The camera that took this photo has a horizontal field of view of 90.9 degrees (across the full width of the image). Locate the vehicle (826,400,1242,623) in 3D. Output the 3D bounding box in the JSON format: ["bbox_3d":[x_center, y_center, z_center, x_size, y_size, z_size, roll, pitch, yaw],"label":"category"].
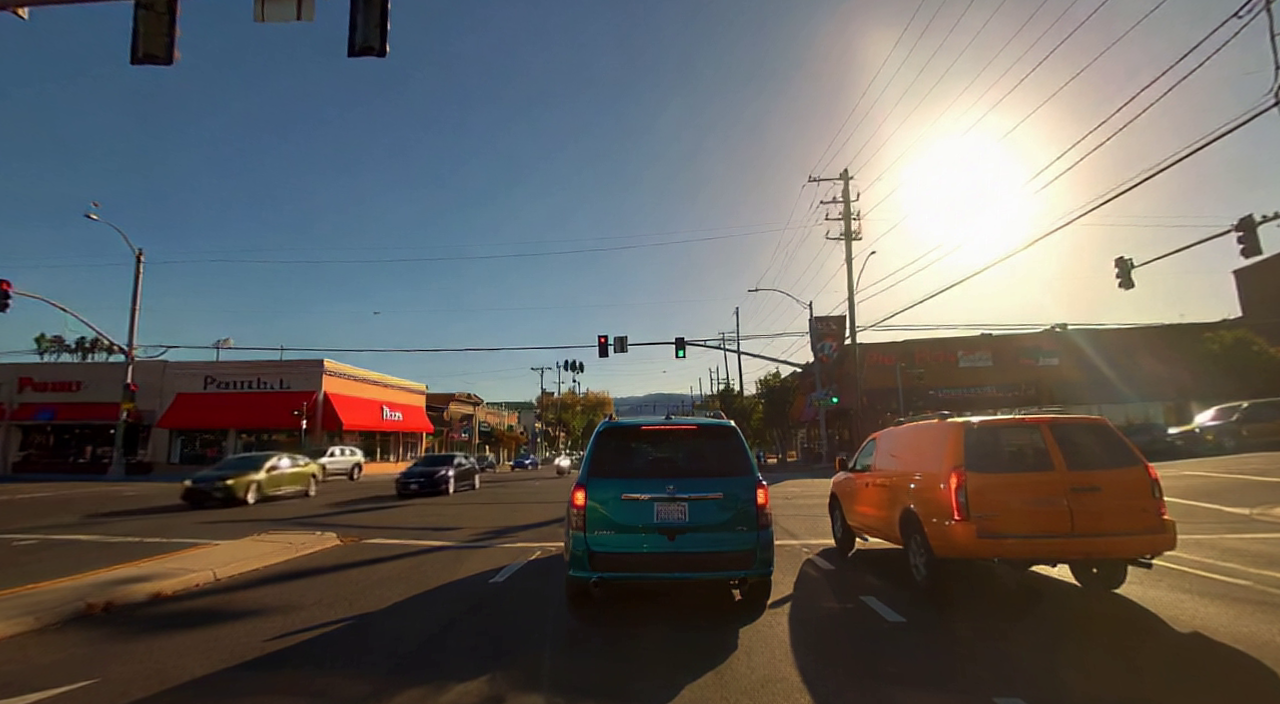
[{"bbox_3d":[3.607,1.516,6.946,1.976,1.664,4.189,-1,-8,2],"label":"vehicle"}]

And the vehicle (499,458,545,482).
[{"bbox_3d":[-8.383,8.438,45.289,1.911,1.461,4.691,-1,-8,6],"label":"vehicle"}]

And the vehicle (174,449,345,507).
[{"bbox_3d":[-11.212,3.710,19.108,1.958,1.493,4.795,-1,-8,4],"label":"vehicle"}]

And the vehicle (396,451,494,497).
[{"bbox_3d":[-6.885,4.322,22.766,1.924,1.453,4.343,-1,-8,4],"label":"vehicle"}]

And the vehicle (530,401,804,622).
[{"bbox_3d":[0.260,1.506,6.827,2.098,1.682,3.778,0,-8,2],"label":"vehicle"}]
